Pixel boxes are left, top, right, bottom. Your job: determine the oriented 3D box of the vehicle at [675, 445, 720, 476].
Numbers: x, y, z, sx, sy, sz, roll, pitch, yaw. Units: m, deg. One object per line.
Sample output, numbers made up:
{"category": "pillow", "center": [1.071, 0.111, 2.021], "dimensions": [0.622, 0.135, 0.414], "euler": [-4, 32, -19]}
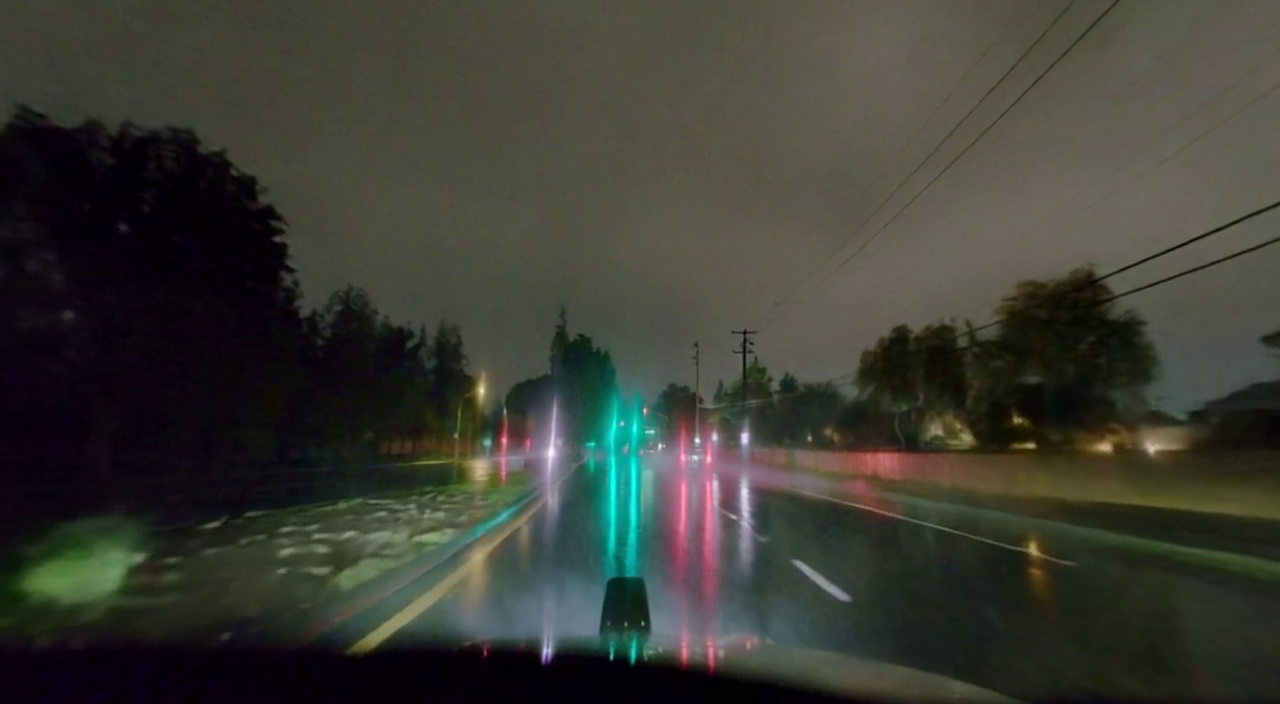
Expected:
{"category": "vehicle", "center": [3.462, 6.576, 38.564], "dimensions": [2.240, 1.781, 4.433], "euler": [0, -8, -1]}
